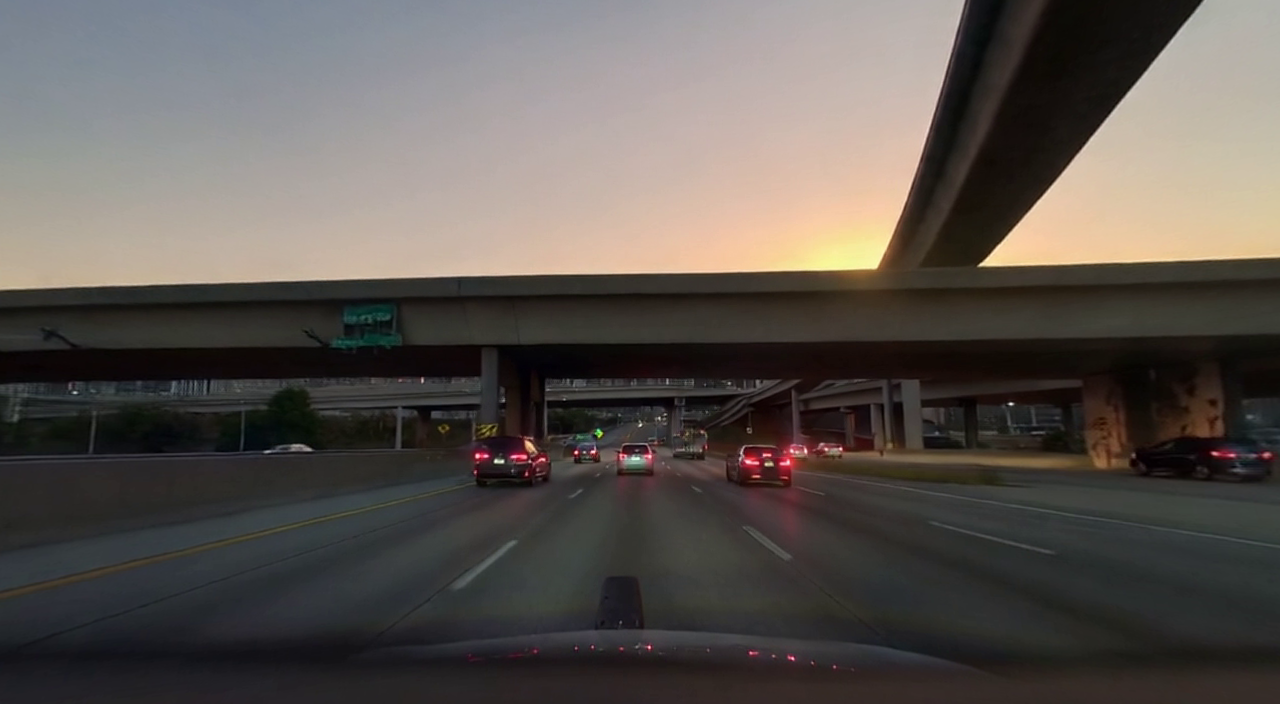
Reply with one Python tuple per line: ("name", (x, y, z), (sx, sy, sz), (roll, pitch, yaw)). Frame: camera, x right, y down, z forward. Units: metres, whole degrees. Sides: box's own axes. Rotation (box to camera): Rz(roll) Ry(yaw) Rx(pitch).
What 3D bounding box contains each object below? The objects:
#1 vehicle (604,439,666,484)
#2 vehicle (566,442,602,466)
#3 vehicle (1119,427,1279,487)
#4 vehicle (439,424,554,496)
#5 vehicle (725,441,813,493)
("vehicle", (-0.155, 4.034, 23.509), (2.089, 1.493, 3.964), (0, -8, 1))
("vehicle", (-3.594, 6.610, 40.984), (1.868, 1.431, 4.055), (0, -8, 2))
("vehicle", (21.962, 3.999, 24.383), (2.376, 1.988, 6.109), (0, -8, 5))
("vehicle", (-3.968, 3.086, 18.371), (2.142, 1.819, 4.648), (0, -8, 1))
("vehicle", (4.046, 3.661, 20.479), (1.974, 1.490, 3.994), (0, -8, 0))
